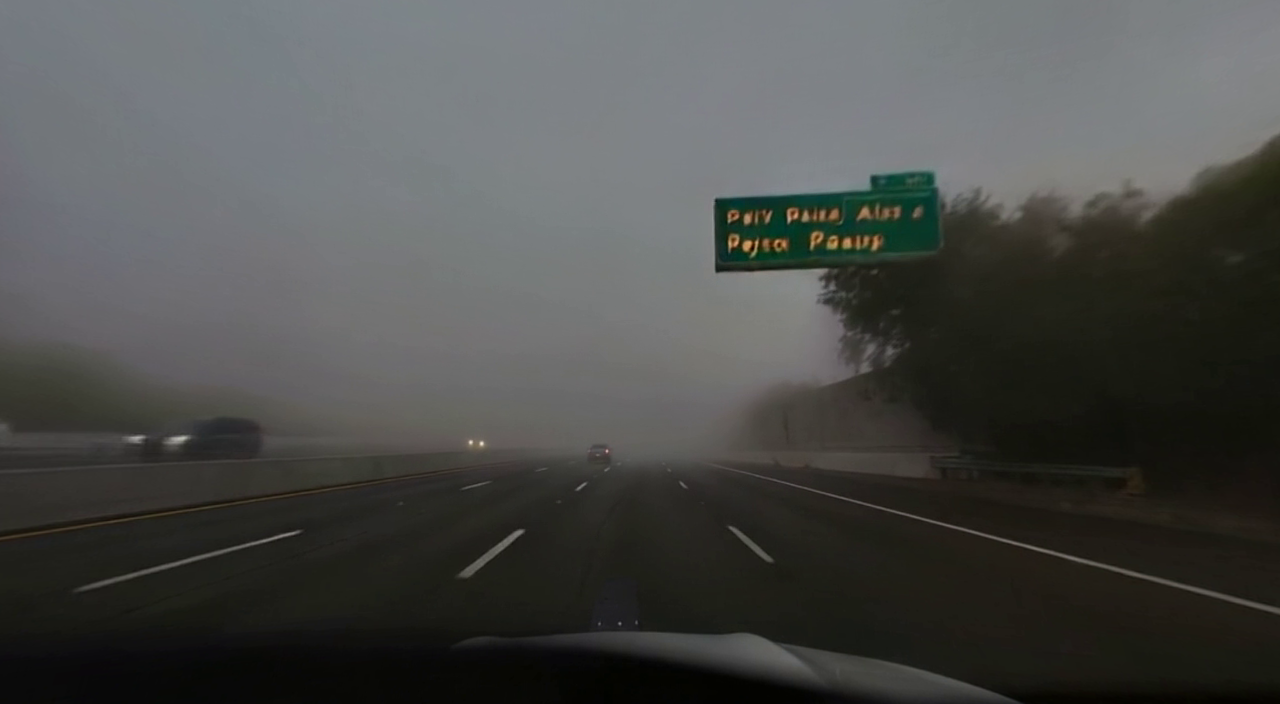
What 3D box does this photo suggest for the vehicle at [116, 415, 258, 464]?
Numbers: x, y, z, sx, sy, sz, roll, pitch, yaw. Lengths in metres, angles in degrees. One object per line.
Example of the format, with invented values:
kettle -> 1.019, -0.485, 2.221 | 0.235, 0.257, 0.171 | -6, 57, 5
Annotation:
vehicle -> -18.923, 3.728, 26.669 | 2.199, 1.871, 4.973 | 0, -8, 1

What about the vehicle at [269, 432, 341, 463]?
vehicle -> -15.744, 4.506, 29.775 | 1.506, 1.397, 3.358 | 0, -8, 1

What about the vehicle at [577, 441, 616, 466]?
vehicle -> -2.842, 6.777, 42.169 | 2.088, 1.565, 4.410 | 0, -8, 2

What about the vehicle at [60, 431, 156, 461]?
vehicle -> -26.319, 4.663, 31.281 | 1.645, 1.399, 3.498 | 0, -8, 1
